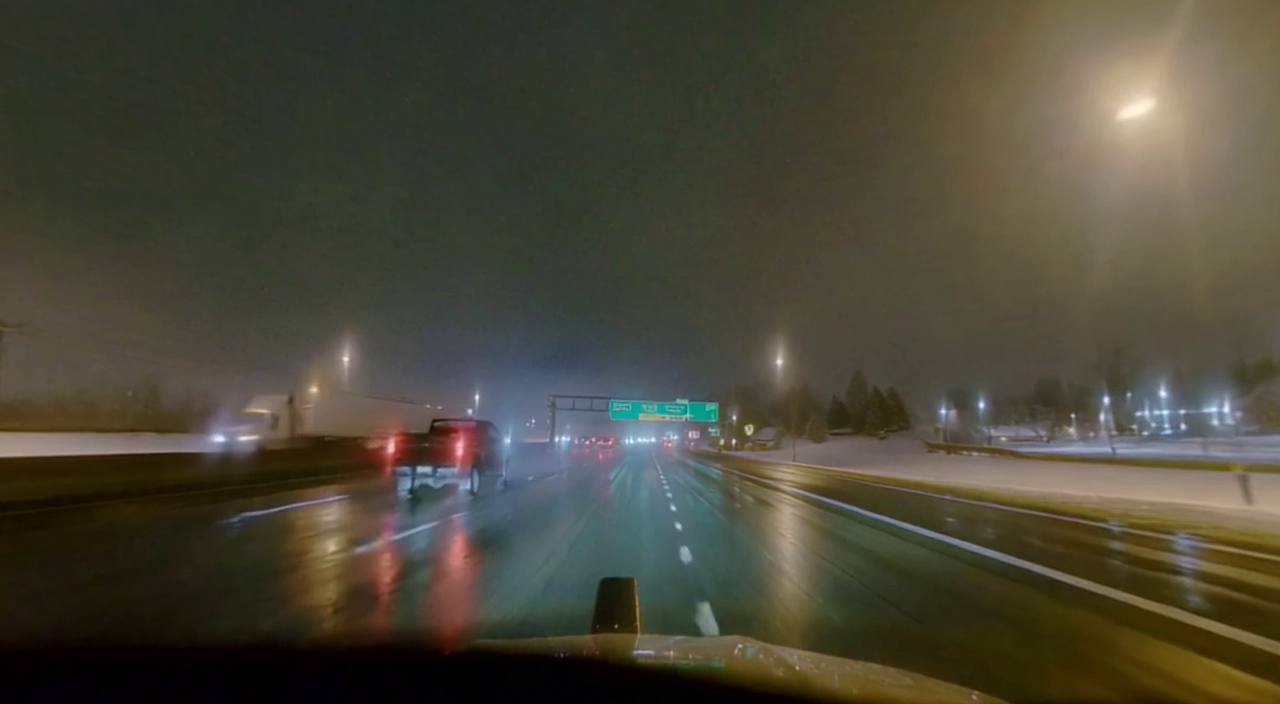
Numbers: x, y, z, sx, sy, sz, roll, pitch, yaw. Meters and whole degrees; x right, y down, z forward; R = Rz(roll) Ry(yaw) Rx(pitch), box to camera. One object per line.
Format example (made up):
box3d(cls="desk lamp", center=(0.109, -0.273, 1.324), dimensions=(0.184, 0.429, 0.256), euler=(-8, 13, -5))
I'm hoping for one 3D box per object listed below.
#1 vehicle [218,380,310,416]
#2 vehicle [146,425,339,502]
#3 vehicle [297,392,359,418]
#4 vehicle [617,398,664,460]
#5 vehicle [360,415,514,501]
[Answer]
box3d(cls="vehicle", center=(-24.001, 3.058, 40.478), dimensions=(2.348, 1.985, 5.488), euler=(0, -8, 2))
box3d(cls="vehicle", center=(-8.810, 2.470, 14.414), dimensions=(1.845, 1.493, 3.799), euler=(0, -8, 2))
box3d(cls="vehicle", center=(-23.708, 4.082, 48.020), dimensions=(1.990, 1.703, 5.121), euler=(0, -8, 2))
box3d(cls="vehicle", center=(0.135, 5.770, 46.570), dimensions=(3.024, 4.019, 10.605), euler=(0, -8, 1))
box3d(cls="vehicle", center=(-4.739, 2.536, 15.541), dimensions=(2.119, 1.787, 4.655), euler=(0, -8, 2))
